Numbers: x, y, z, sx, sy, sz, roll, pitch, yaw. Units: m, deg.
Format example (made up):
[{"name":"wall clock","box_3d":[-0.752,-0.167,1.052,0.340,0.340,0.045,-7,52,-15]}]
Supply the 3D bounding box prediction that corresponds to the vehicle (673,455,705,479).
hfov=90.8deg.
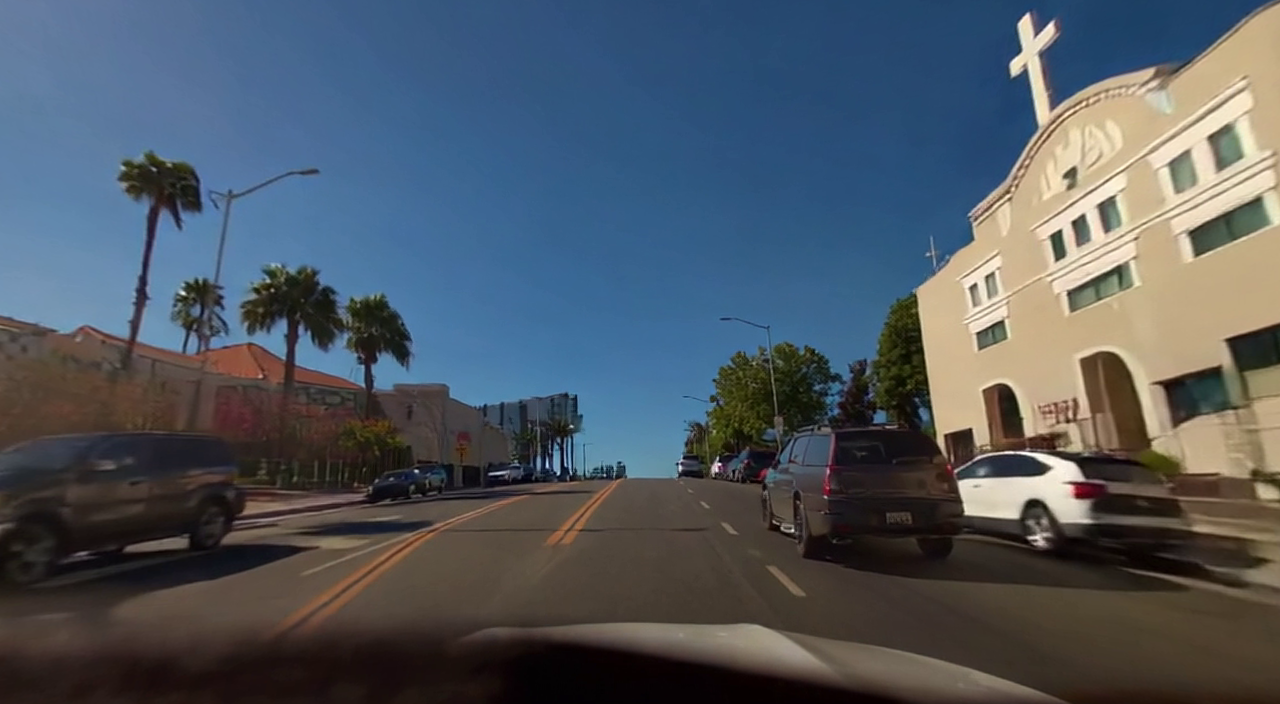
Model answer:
[{"name":"vehicle","box_3d":[3.719,8.773,48.365,2.196,1.655,3.939,0,-8,2]}]

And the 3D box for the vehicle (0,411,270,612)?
[{"name":"vehicle","box_3d":[-8.103,2.096,9.180,2.100,2.227,5.094,-1,-8,3]}]

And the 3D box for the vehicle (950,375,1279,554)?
[{"name":"vehicle","box_3d":[5.789,1.566,7.421,1.815,1.220,5.003,-6,-20,0]}]

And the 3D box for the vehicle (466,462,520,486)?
[{"name":"vehicle","box_3d":[-9.198,7.678,39.927,2.118,1.305,4.687,-2,-9,2]}]

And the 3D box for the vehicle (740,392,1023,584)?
[{"name":"vehicle","box_3d":[2.708,1.642,8.401,1.995,1.858,4.333,0,-8,0]}]
